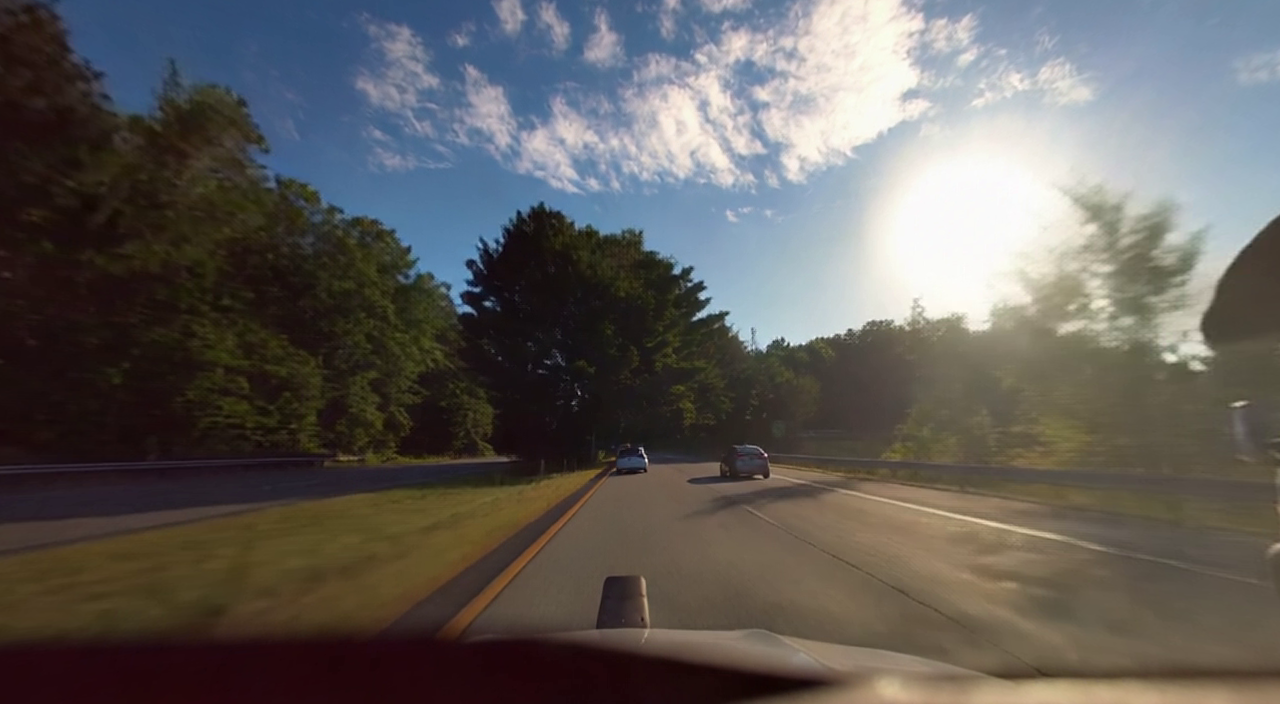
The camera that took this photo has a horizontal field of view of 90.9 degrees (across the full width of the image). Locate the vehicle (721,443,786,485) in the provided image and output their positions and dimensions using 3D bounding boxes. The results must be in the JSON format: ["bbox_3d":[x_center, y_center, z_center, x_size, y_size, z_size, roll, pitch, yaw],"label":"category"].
[{"bbox_3d":[4.189,4.195,23.771,1.757,1.459,3.398,0,-9,-1],"label":"vehicle"}]

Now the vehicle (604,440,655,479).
[{"bbox_3d":[-0.448,4.799,28.276,2.120,1.575,4.018,0,-9,0],"label":"vehicle"}]

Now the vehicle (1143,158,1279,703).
[{"bbox_3d":[4.675,-0.005,0.430,2.745,2.832,7.035,0,-9,0],"label":"vehicle"}]
